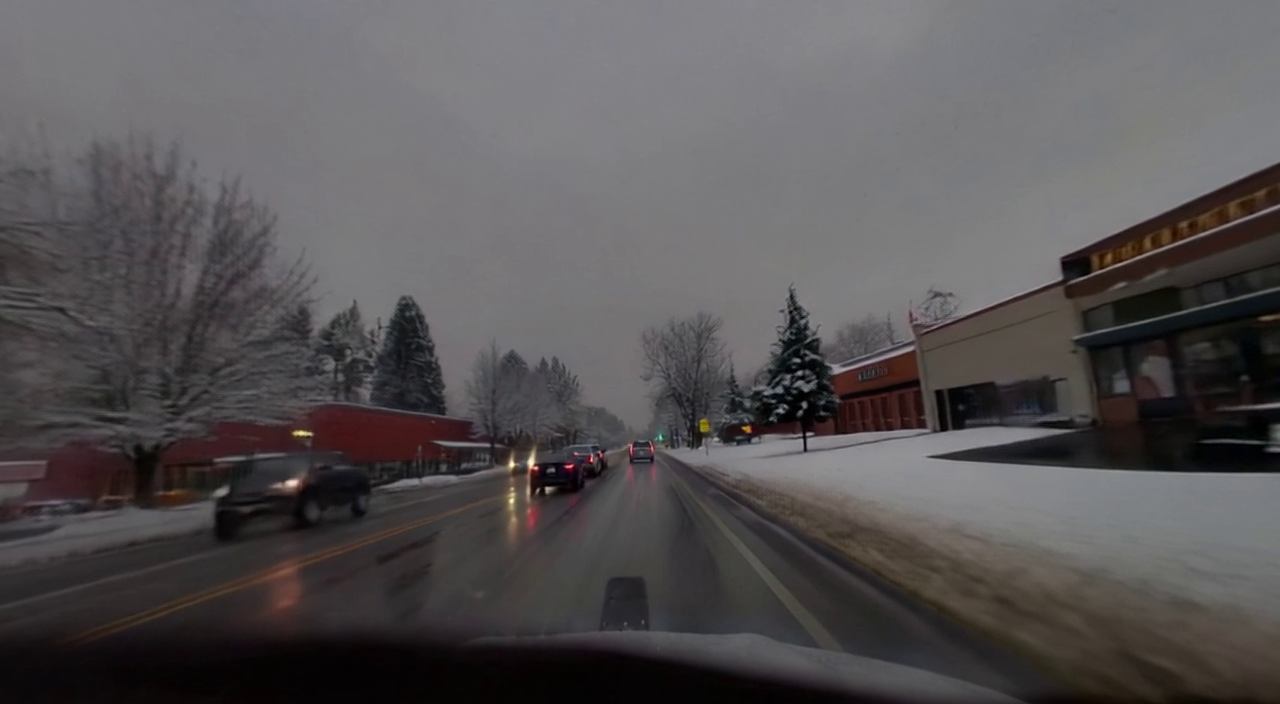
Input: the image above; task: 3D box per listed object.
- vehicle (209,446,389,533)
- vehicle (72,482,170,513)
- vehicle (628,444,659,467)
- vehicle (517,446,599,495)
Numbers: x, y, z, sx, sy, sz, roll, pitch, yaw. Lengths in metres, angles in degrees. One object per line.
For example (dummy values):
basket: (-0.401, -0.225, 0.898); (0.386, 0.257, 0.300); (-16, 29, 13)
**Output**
vehicle: (-8.507, 3.391, 16.354); (1.995, 1.880, 4.703); (0, -8, 0)
vehicle: (-34.634, 9.731, 42.141); (4.558, 1.819, 2.094); (1, -10, 0)
vehicle: (0.178, 6.977, 42.806); (2.020, 1.478, 3.922); (0, -8, -1)
vehicle: (-2.567, 3.839, 20.948); (2.099, 1.424, 4.609); (0, -8, 0)
